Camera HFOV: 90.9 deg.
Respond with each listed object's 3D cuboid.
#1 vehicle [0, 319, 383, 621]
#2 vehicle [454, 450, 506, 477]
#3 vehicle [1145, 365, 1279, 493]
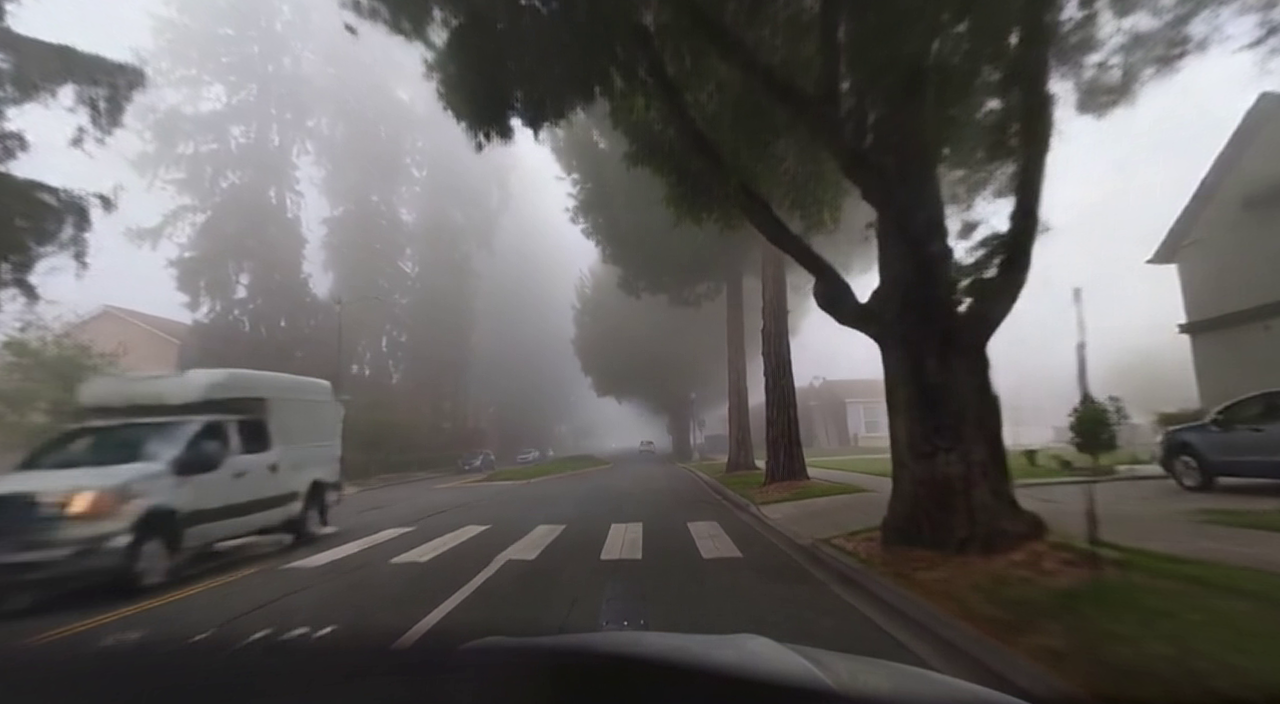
[{"bbox_3d":[-6.052,1.481,8.784,2.303,2.760,5.868,0,-8,1],"label":"vehicle"},{"bbox_3d":[-9.771,6.808,38.828,1.892,1.484,4.576,0,-8,1],"label":"vehicle"},{"bbox_3d":[10.941,1.253,10.179,1.967,1.749,4.389,4,-14,2],"label":"vehicle"}]
